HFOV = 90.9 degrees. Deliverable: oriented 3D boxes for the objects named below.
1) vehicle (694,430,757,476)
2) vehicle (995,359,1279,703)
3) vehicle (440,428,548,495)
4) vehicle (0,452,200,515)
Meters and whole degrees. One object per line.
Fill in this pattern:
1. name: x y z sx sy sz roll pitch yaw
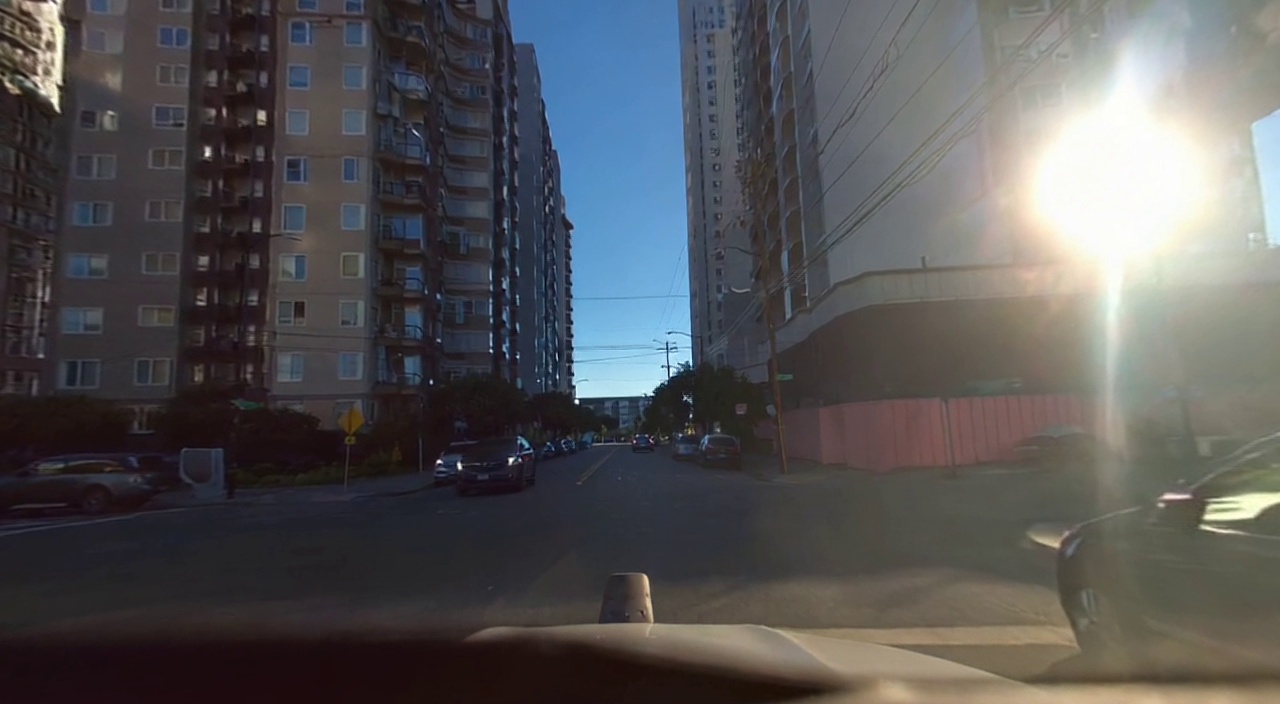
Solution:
1. vehicle: 3.695 4.480 28.096 2.164 1.721 4.416 -4 -9 1
2. vehicle: 3.487 0.849 2.249 1.994 1.697 4.274 -1 -8 1
3. vehicle: -4.382 3.386 19.827 2.201 1.801 4.750 -1 -9 0
4. vehicle: -17.293 4.085 19.827 5.354 1.773 1.991 0 -9 0
